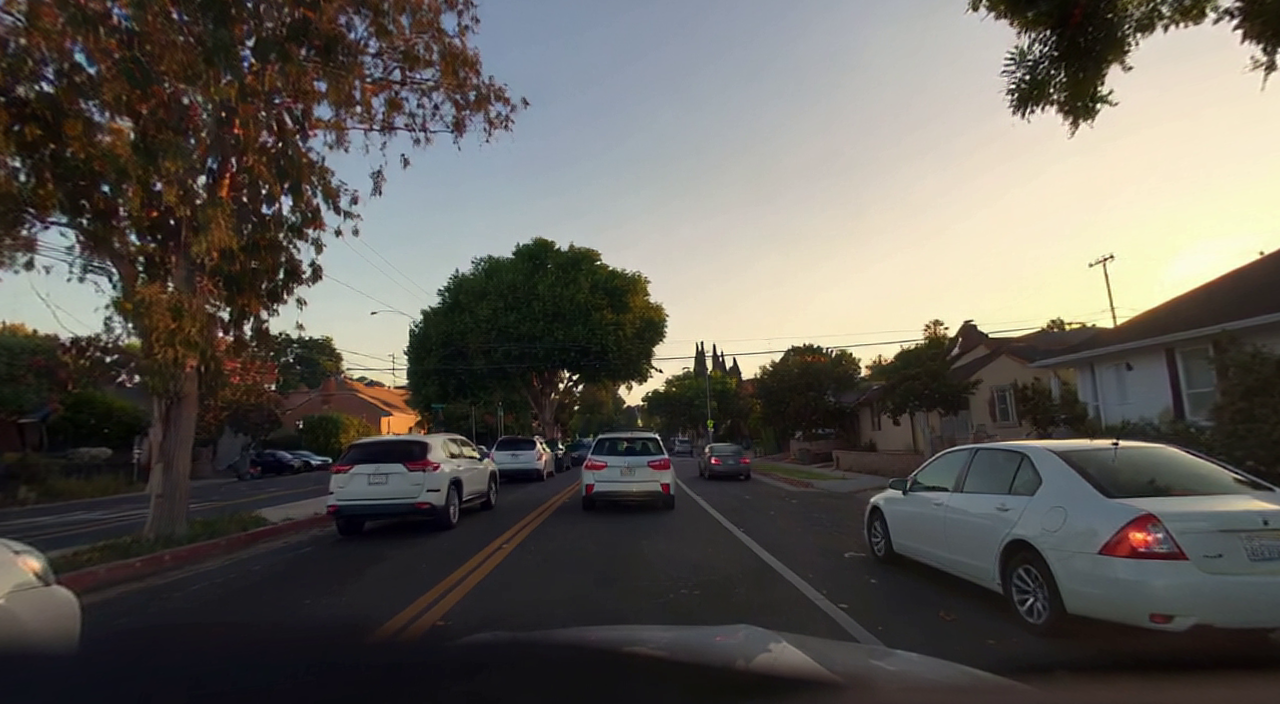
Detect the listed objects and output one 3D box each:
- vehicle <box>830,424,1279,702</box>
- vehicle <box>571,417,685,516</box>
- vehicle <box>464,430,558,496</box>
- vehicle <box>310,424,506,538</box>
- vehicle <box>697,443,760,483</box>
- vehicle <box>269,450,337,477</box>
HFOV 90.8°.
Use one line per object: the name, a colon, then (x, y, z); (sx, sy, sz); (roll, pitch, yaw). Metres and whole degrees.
vehicle: (3.469, 1.479, 5.776); (1.977, 1.480, 4.589); (0, -8, -1)
vehicle: (-0.277, 2.490, 14.193); (2.164, 1.867, 4.254); (0, -8, -1)
vehicle: (-3.649, 3.223, 18.678); (1.932, 1.695, 4.150); (0, -8, 0)
vehicle: (-3.724, 2.127, 11.086); (1.864, 1.576, 4.324); (0, -8, -1)
vehicle: (3.484, 4.436, 25.651); (1.880, 1.476, 3.932); (0, -8, -1)
vehicle: (-22.381, 7.399, 42.184); (2.060, 1.643, 4.623); (0, -8, -1)
